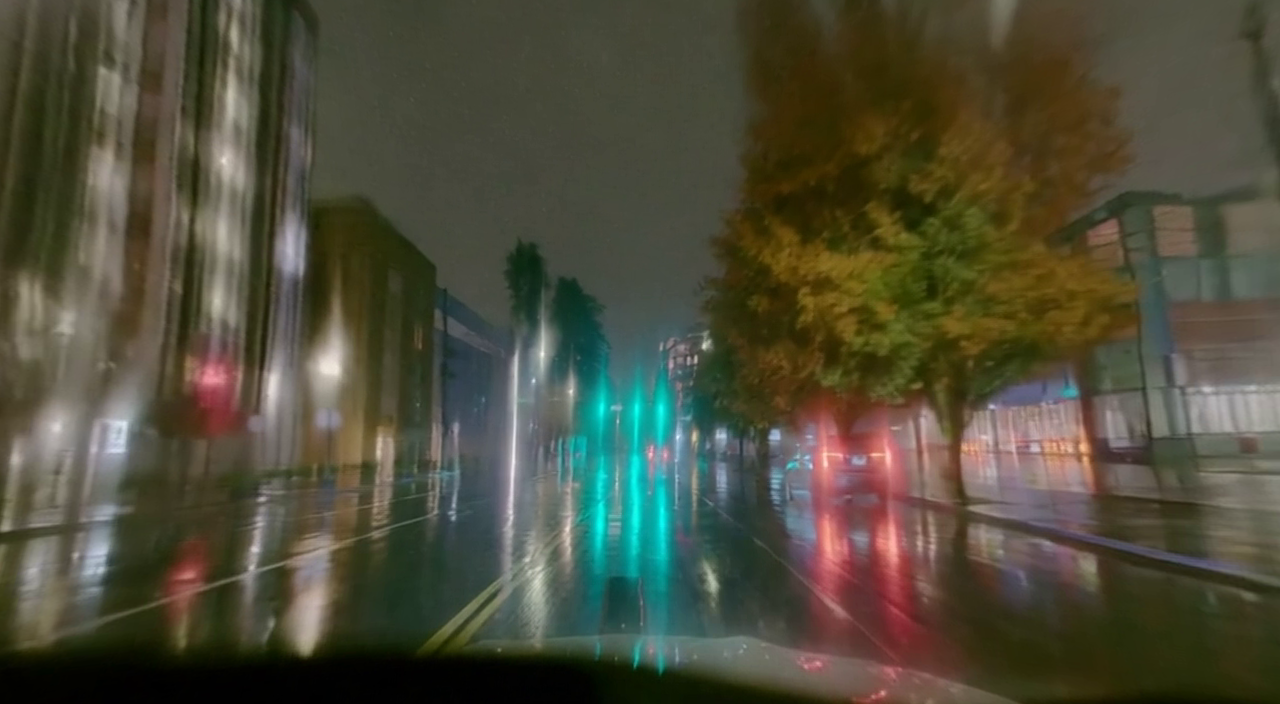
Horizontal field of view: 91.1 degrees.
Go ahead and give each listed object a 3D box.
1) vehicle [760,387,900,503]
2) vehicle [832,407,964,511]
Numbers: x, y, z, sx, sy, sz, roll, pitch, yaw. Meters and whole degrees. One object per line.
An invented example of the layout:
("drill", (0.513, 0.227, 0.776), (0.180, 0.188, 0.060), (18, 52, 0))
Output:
("vehicle", (6.037, 3.117, 21.152), (2.750, 3.269, 6.333), (0, -9, 1))
("vehicle", (6.537, 2.737, 16.339), (2.021, 2.433, 3.088), (0, -8, -1))
